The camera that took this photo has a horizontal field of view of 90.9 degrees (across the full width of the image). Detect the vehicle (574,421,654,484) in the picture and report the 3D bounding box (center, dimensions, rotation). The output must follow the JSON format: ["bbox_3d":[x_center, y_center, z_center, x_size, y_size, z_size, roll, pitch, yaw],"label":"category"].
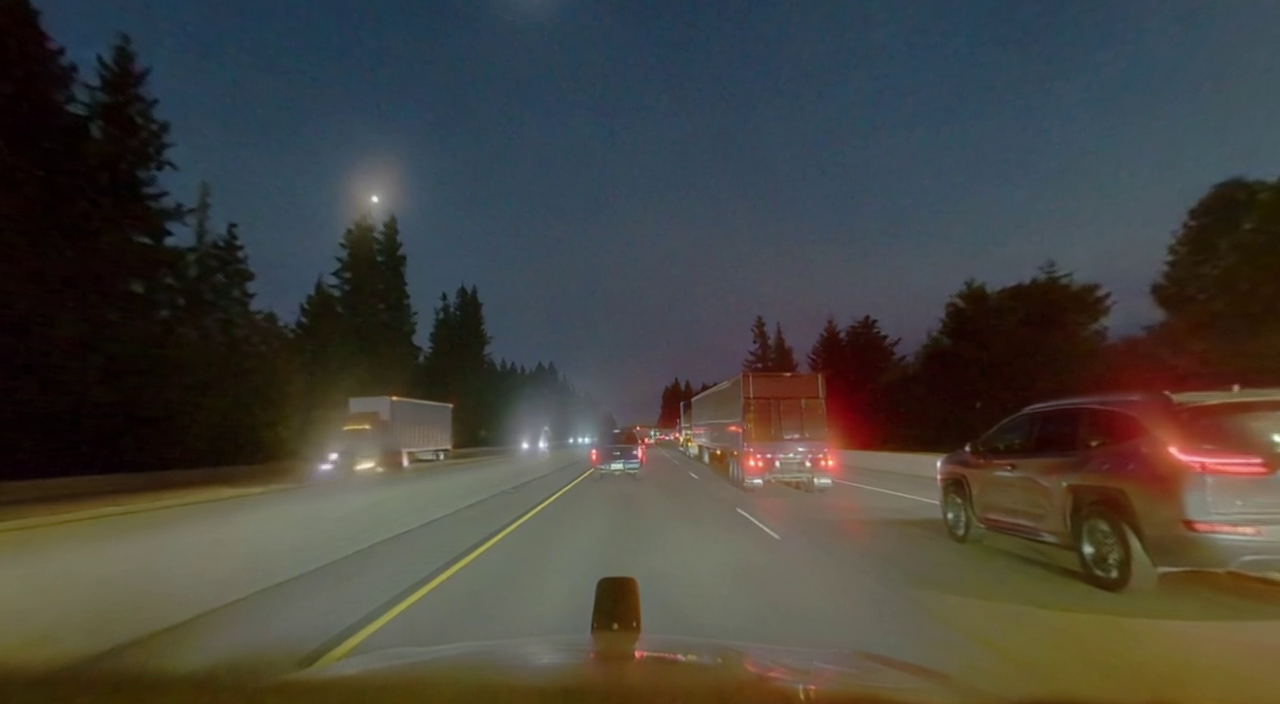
[{"bbox_3d":[-0.685,2.889,18.473,2.082,1.638,4.055,0,-7,0],"label":"vehicle"}]

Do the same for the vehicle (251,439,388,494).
[{"bbox_3d":[-9.878,3.515,19.922,1.848,1.489,4.624,0,-8,1],"label":"vehicle"}]

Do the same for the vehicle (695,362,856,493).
[{"bbox_3d":[3.503,2.281,18.837,2.723,3.027,8.478,0,-7,-1],"label":"vehicle"}]

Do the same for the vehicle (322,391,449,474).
[{"bbox_3d":[-13.771,4.506,35.405,2.904,3.961,10.187,0,-8,0],"label":"vehicle"}]

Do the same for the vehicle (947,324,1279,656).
[{"bbox_3d":[4.670,1.028,5.405,2.011,1.905,3.905,0,-8,-1],"label":"vehicle"}]
